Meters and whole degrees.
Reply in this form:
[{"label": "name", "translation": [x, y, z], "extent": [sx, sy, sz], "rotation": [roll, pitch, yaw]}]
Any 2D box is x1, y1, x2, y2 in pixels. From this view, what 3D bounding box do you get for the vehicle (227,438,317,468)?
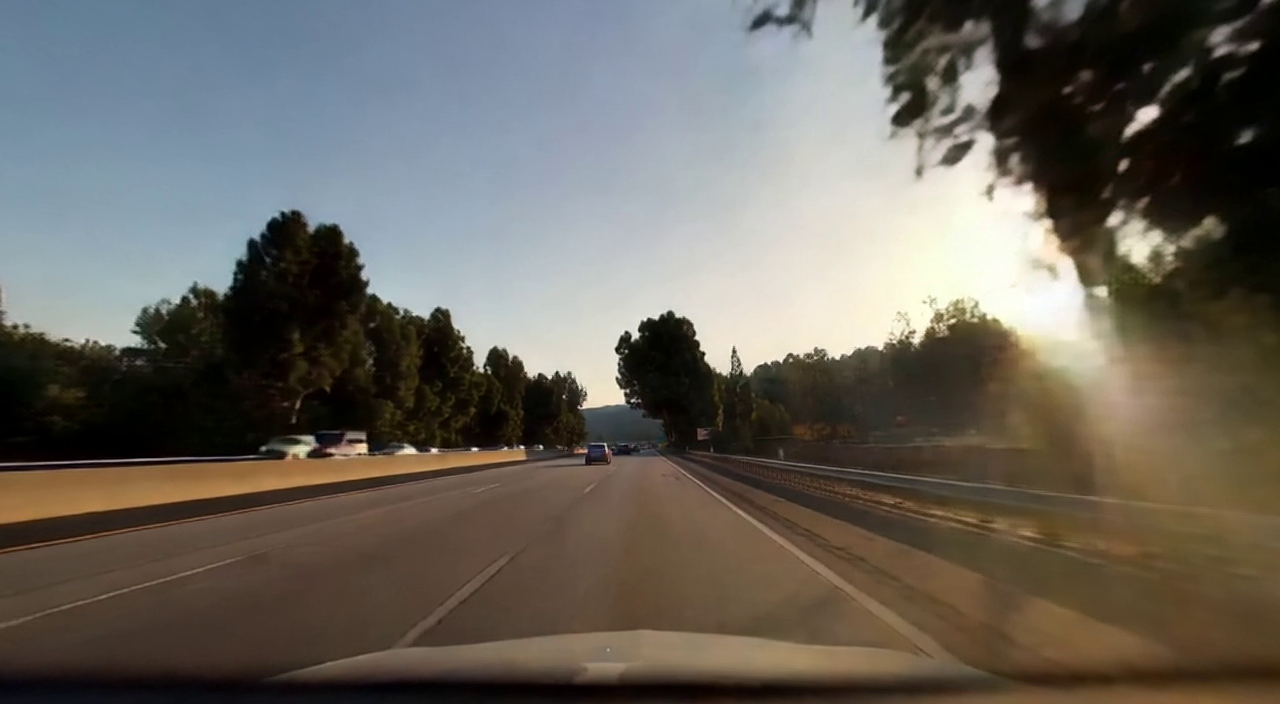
[{"label": "vehicle", "translation": [-25.336, 6.956, 43.770], "extent": [2.367, 1.952, 6.285], "rotation": [0, -8, 1]}]
